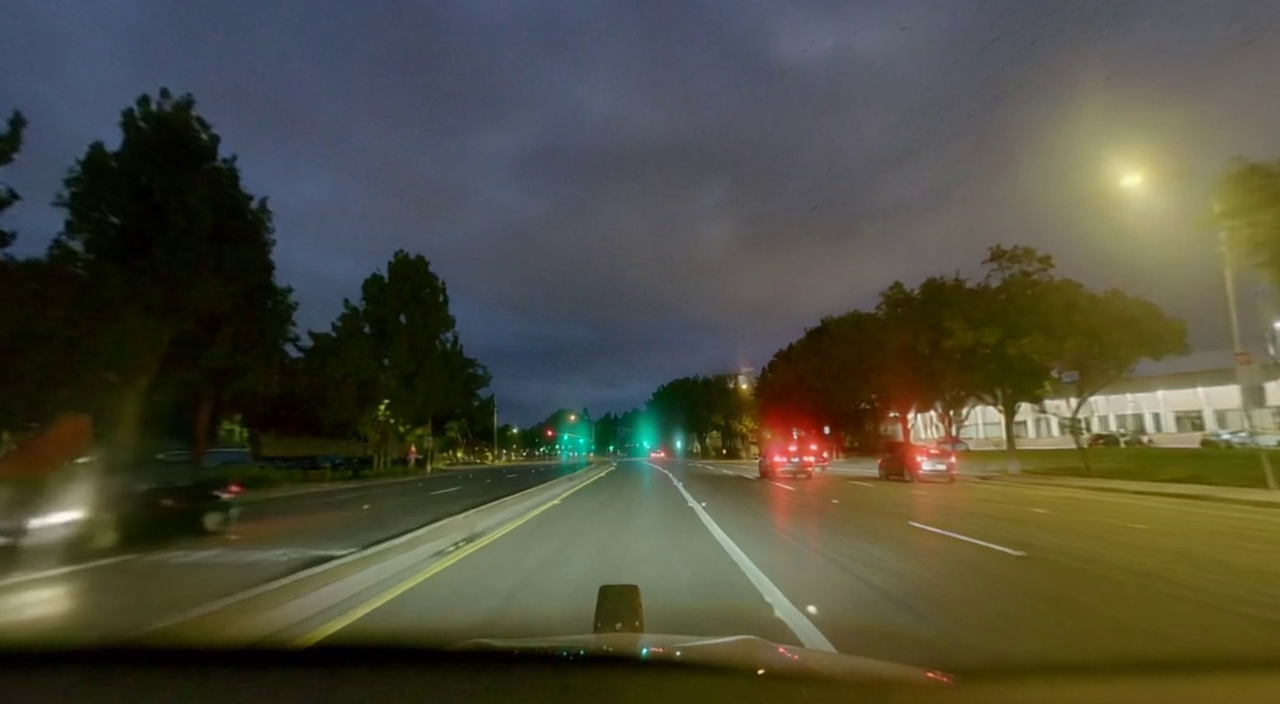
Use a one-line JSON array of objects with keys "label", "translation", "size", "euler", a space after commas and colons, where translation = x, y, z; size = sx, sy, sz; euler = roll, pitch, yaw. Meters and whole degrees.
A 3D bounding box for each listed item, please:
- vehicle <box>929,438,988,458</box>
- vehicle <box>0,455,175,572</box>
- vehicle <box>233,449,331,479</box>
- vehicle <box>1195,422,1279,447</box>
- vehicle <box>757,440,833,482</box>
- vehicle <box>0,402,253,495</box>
[{"label": "vehicle", "translation": [24.385, 7.364, 48.368], "size": [3.603, 1.474, 1.634], "euler": [0, -9, -2]}, {"label": "vehicle", "translation": [-9.465, 2.337, 9.311], "size": [1.865, 1.503, 4.375], "euler": [-2, -9, 1]}, {"label": "vehicle", "translation": [-20.746, 6.502, 36.709], "size": [4.519, 1.614, 1.898], "euler": [-1, -9, 3]}, {"label": "vehicle", "translation": [38.479, 5.236, 39.759], "size": [1.814, 1.469, 4.858], "euler": [6, -11, -35]}, {"label": "vehicle", "translation": [6.648, 4.718, 27.618], "size": [2.181, 1.639, 4.127], "euler": [0, -9, -1]}, {"label": "vehicle", "translation": [-21.300, 3.989, 26.320], "size": [8.324, 3.550, 2.670], "euler": [0, -9, -2]}]
